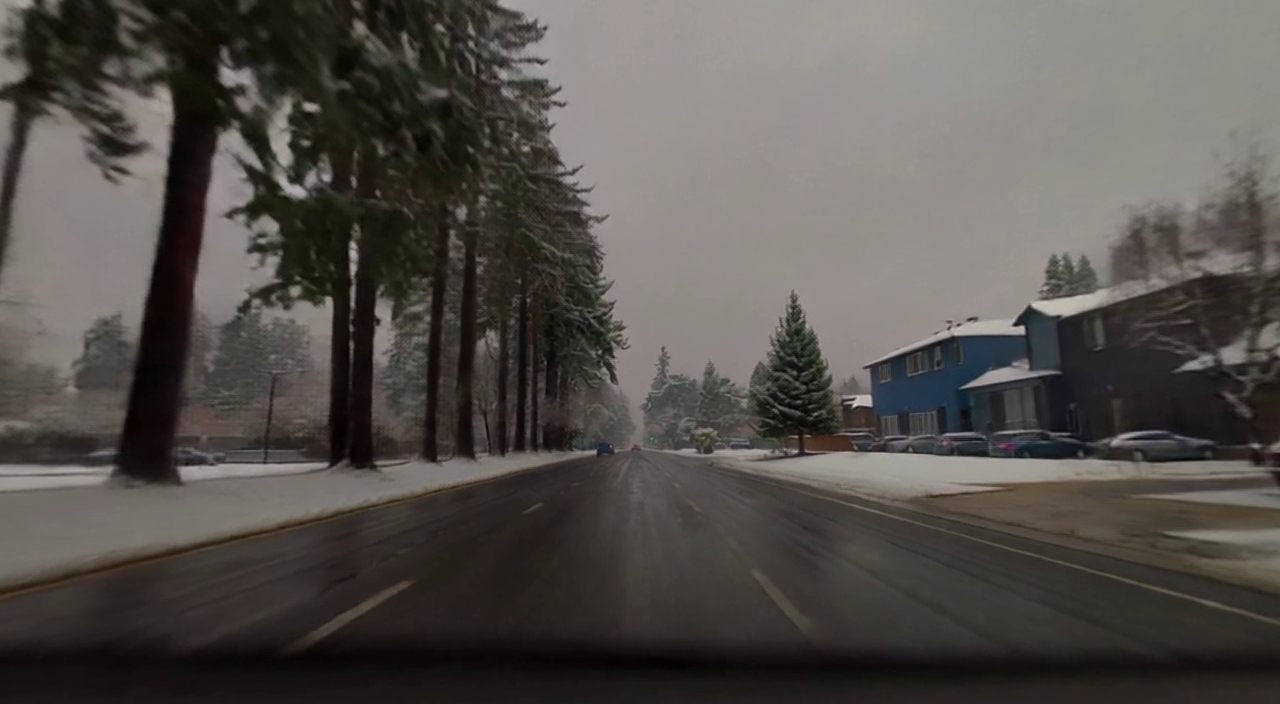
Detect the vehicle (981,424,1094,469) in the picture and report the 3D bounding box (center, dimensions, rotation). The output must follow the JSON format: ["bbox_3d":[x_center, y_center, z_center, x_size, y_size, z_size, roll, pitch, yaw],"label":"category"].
[{"bbox_3d":[16.471,3.952,26.433,2.046,1.714,4.199,0,-8,2],"label":"vehicle"}]

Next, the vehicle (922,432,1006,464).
[{"bbox_3d":[16.559,4.973,32.545,1.968,1.511,4.497,0,-9,0],"label":"vehicle"}]

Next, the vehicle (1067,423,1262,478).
[{"bbox_3d":[16.110,3.073,19.828,1.829,1.505,5.023,0,-8,0],"label":"vehicle"}]

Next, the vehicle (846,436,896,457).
[{"bbox_3d":[16.912,6.949,46.401,1.825,1.458,4.689,0,-9,-1],"label":"vehicle"}]

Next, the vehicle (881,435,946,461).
[{"bbox_3d":[16.880,5.974,39.150,1.804,1.468,4.699,0,-9,-2],"label":"vehicle"}]
